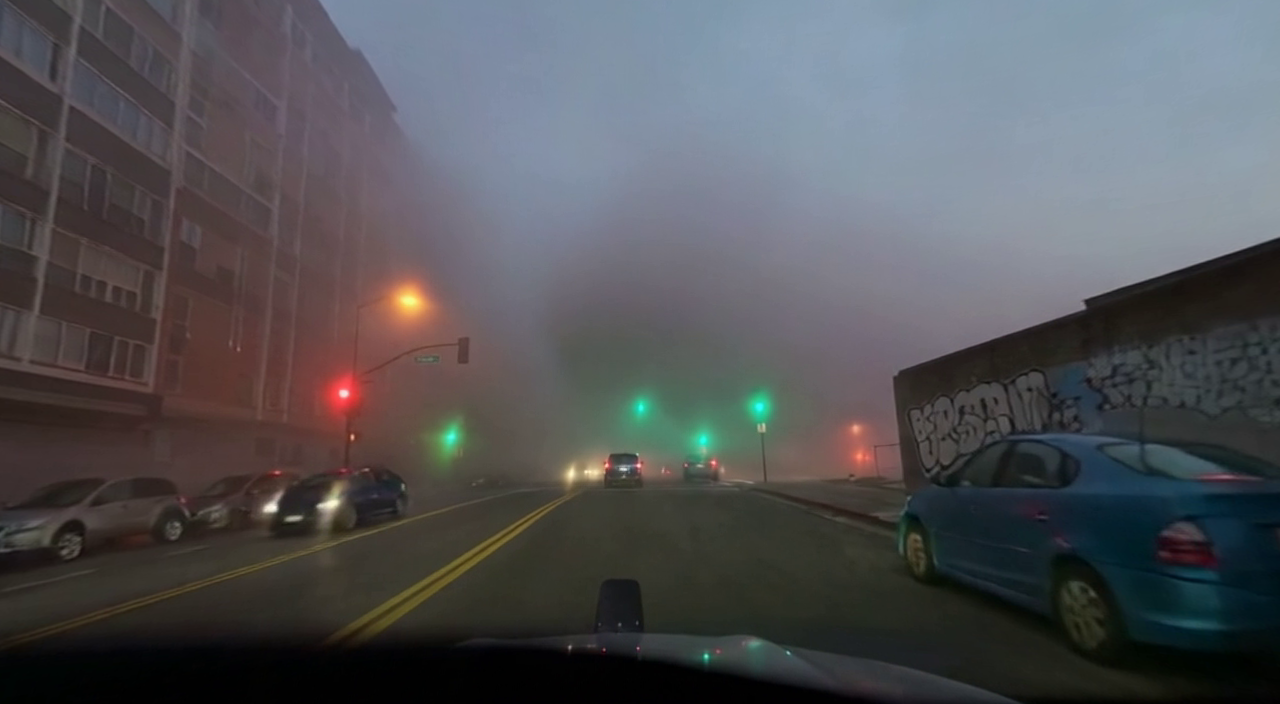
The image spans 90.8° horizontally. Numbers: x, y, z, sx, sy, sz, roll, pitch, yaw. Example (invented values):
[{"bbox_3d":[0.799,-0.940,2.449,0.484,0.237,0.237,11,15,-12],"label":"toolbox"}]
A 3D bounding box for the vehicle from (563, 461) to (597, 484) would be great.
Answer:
[{"bbox_3d":[-4.346,8.800,46.337,2.095,1.447,4.202,0,-8,0],"label":"vehicle"}]

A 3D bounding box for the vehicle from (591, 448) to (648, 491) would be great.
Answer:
[{"bbox_3d":[-0.823,4.843,26.403,2.166,1.579,4.300,0,-8,-1],"label":"vehicle"}]

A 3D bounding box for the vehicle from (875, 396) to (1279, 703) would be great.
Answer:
[{"bbox_3d":[4.063,1.451,5.702,2.025,1.758,4.463,0,-8,-2],"label":"vehicle"}]

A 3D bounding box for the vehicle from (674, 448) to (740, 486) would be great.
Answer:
[{"bbox_3d":[3.464,5.735,31.928,2.207,1.761,4.292,-4,-9,22],"label":"vehicle"}]

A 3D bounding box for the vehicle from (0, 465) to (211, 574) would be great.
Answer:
[{"bbox_3d":[-11.030,3.249,12.803,1.822,1.639,4.144,-4,-8,0],"label":"vehicle"}]

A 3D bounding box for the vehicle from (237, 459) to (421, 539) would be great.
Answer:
[{"bbox_3d":[-6.677,3.165,14.205,2.040,1.402,4.237,0,-8,-1],"label":"vehicle"}]
